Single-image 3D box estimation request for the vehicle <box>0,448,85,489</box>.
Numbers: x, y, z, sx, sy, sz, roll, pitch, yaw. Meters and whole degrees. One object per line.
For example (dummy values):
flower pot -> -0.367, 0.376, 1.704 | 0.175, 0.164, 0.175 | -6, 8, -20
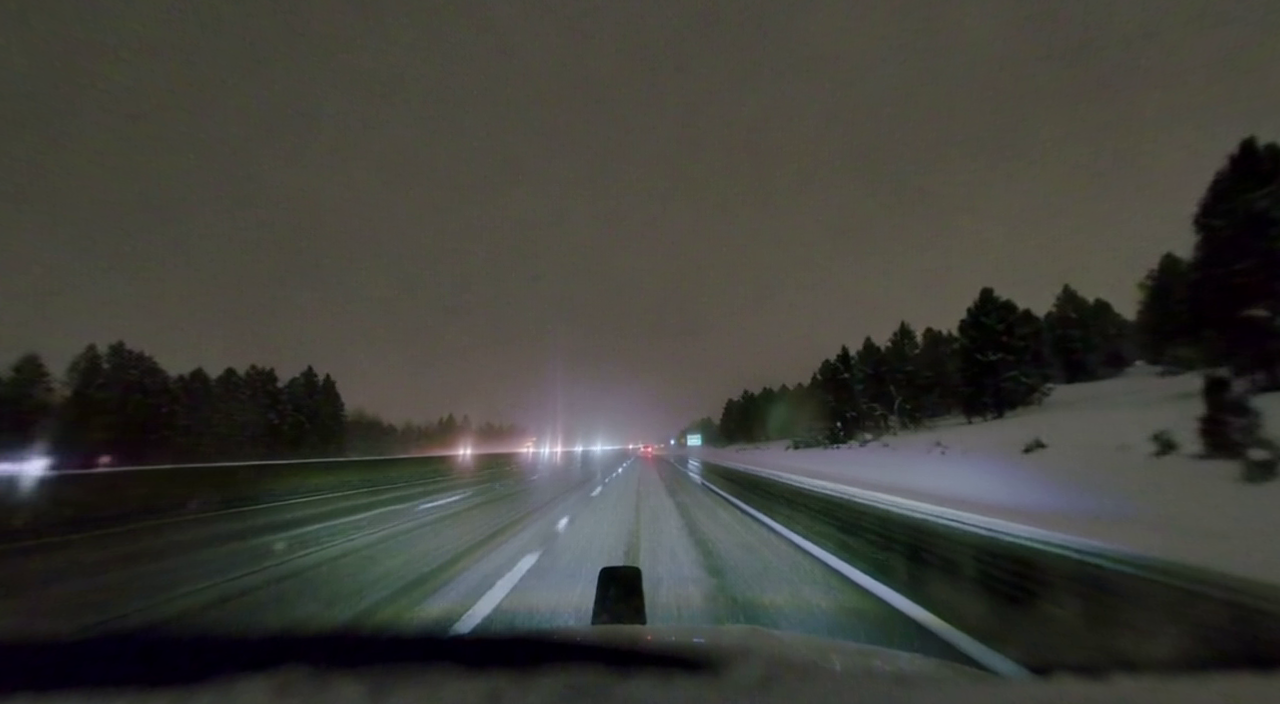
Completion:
vehicle -> -31.088, 5.777, 31.487 | 2.071, 1.866, 4.912 | 0, -9, 0
